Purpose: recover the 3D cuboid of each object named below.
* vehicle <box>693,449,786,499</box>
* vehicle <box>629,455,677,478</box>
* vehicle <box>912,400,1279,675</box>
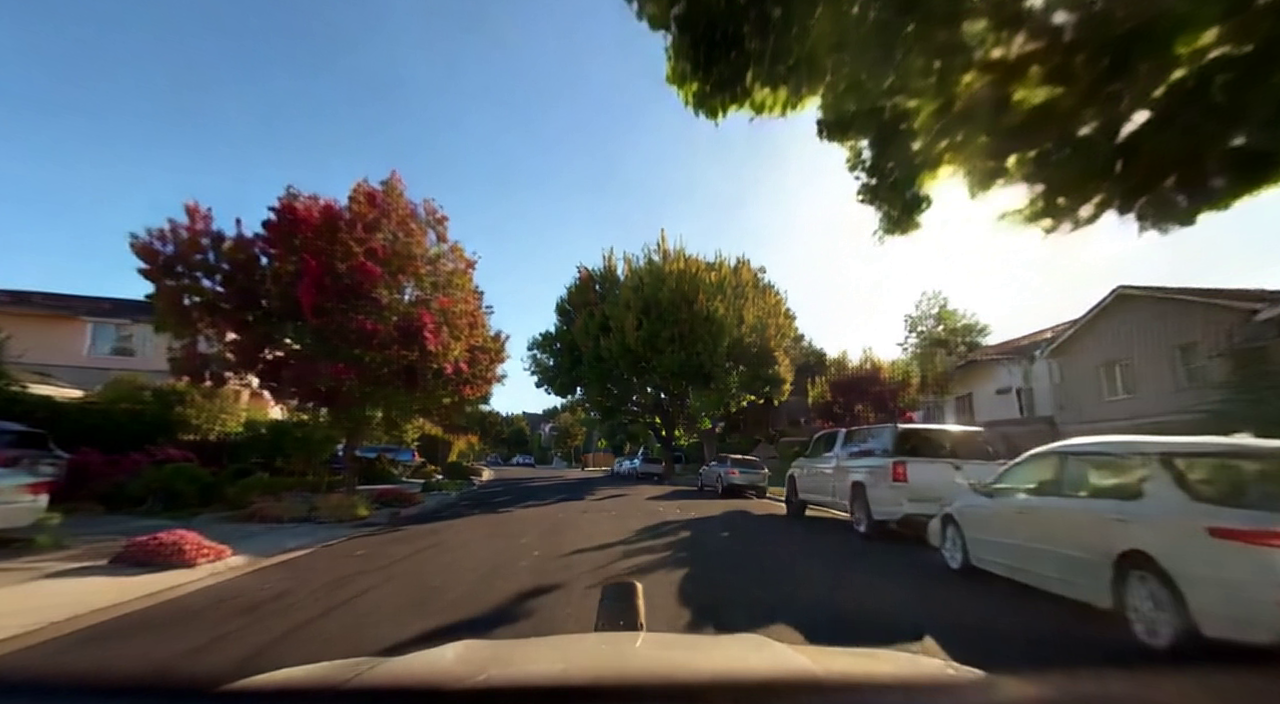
[{"bbox_3d":[3.838,4.836,25.533,2.111,1.771,4.942,2,-9,-11],"label":"vehicle"},{"bbox_3d":[0.851,8.132,45.051,2.193,1.504,4.576,2,-9,-16],"label":"vehicle"},{"bbox_3d":[5.228,1.647,6.616,2.690,1.819,4.532,3,-9,-1],"label":"vehicle"}]
